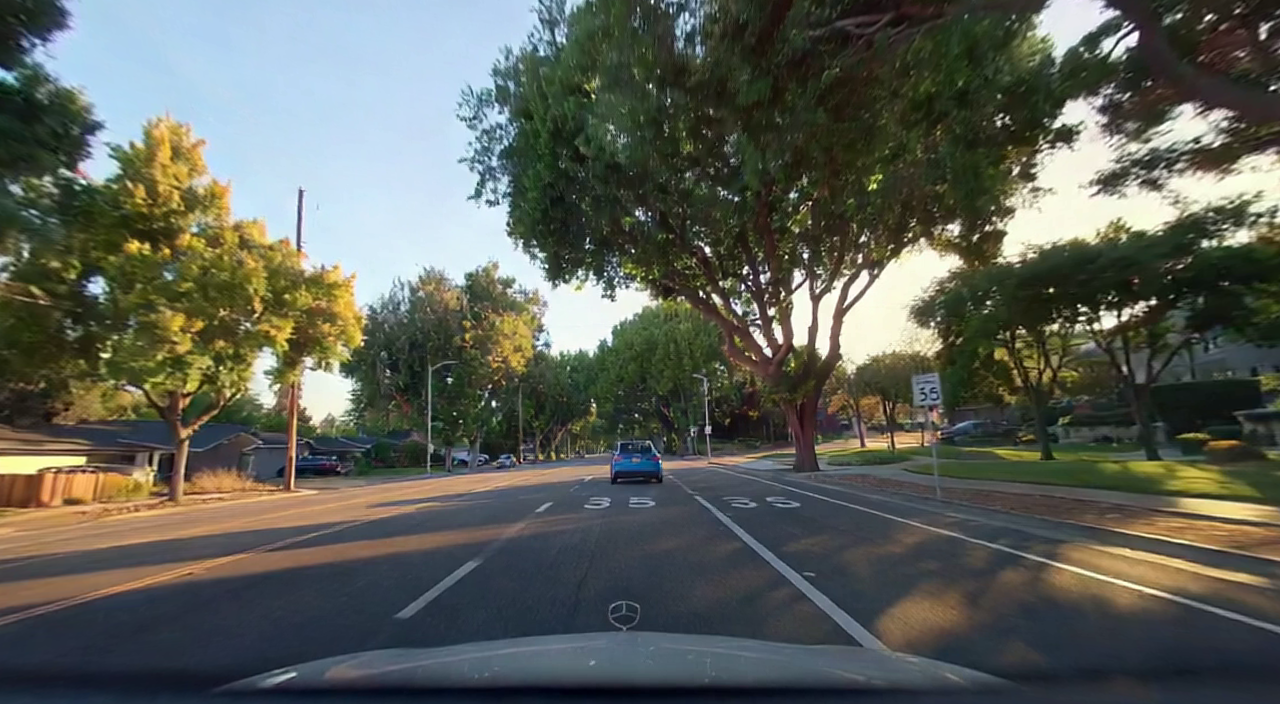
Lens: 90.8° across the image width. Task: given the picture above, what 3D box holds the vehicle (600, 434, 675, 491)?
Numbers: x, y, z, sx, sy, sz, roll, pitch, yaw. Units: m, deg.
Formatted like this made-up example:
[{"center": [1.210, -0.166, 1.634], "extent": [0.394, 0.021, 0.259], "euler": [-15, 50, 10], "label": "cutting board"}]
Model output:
[{"center": [-0.092, 3.558, 20.586], "extent": [2.181, 1.639, 4.127], "euler": [0, -9, 0], "label": "vehicle"}]

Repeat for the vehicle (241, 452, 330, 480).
[{"center": [-24.008, 7.729, 42.937], "extent": [4.866, 1.614, 1.911], "euler": [-2, -9, -4], "label": "vehicle"}]

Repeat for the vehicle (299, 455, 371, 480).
[{"center": [-21.948, 8.339, 45.627], "extent": [4.241, 1.500, 1.956], "euler": [-4, -9, 1], "label": "vehicle"}]

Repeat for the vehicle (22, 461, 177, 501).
[{"center": [-21.438, 5.098, 25.186], "extent": [4.433, 1.462, 1.834], "euler": [0, -9, 0], "label": "vehicle"}]
